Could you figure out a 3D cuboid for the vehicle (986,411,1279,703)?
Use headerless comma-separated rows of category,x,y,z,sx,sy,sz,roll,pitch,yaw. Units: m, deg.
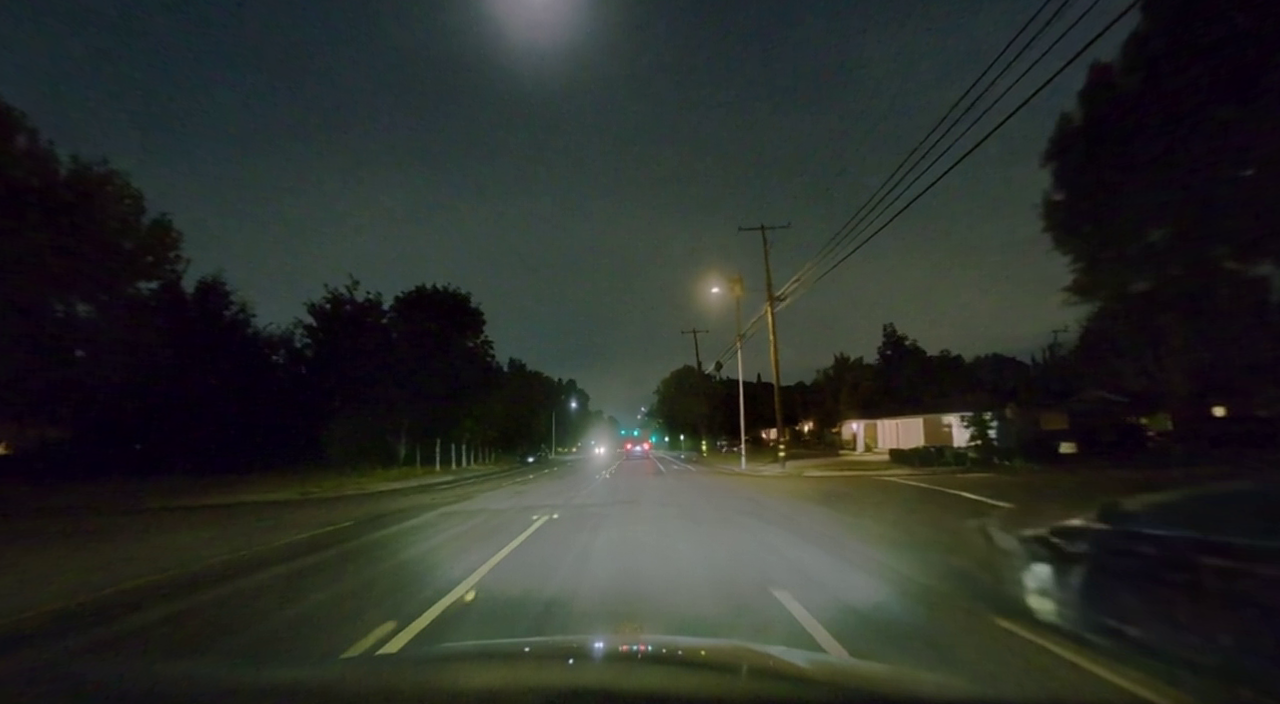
vehicle,3.993,1.105,2.870,2.124,1.524,4.698,4,-8,-2
